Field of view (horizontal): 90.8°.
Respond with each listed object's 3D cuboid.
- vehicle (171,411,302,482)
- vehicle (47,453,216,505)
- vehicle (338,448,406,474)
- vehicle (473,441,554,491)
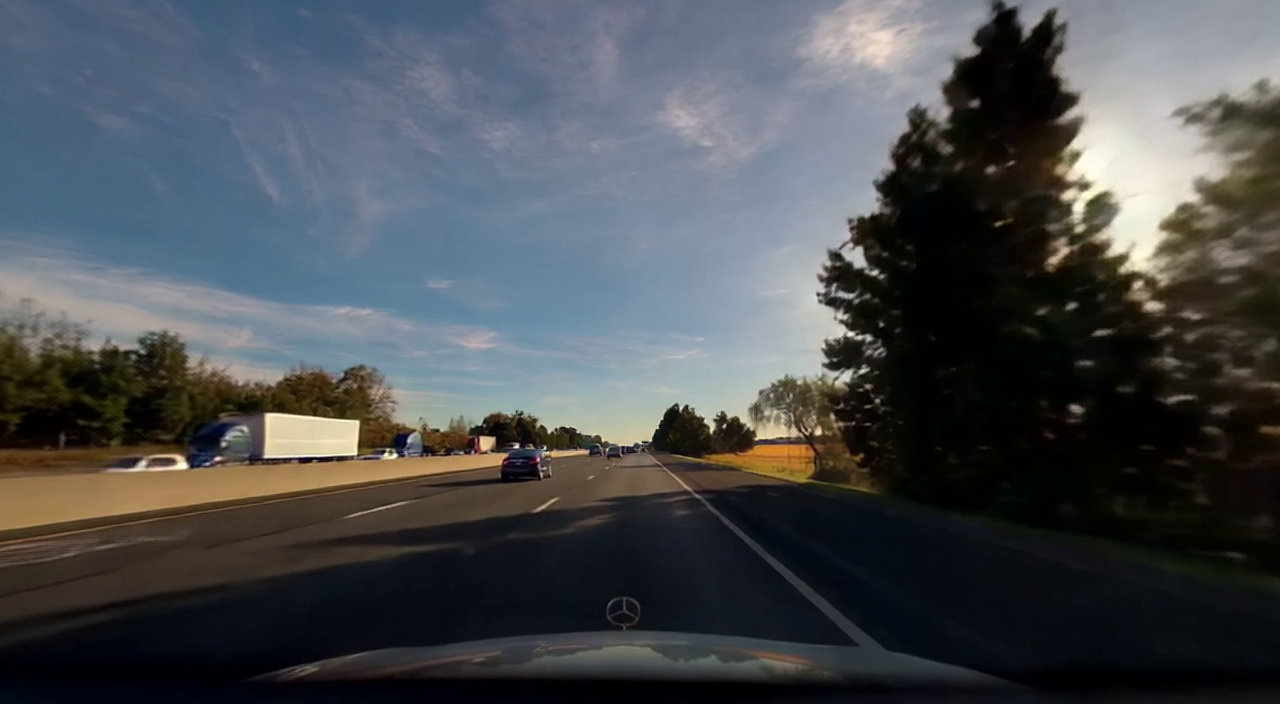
[{"bbox_3d":[-23.510,5.587,37.302,3.382,3.837,6.276,0,-9,0],"label":"vehicle"},{"bbox_3d":[-15.719,3.902,19.862,1.828,1.403,4.196,0,-9,0],"label":"vehicle"},{"bbox_3d":[-16.054,6.532,38.029,2.078,1.493,4.427,0,-9,1],"label":"vehicle"},{"bbox_3d":[-4.236,3.894,21.811,1.954,1.541,4.079,0,-9,0],"label":"vehicle"}]
